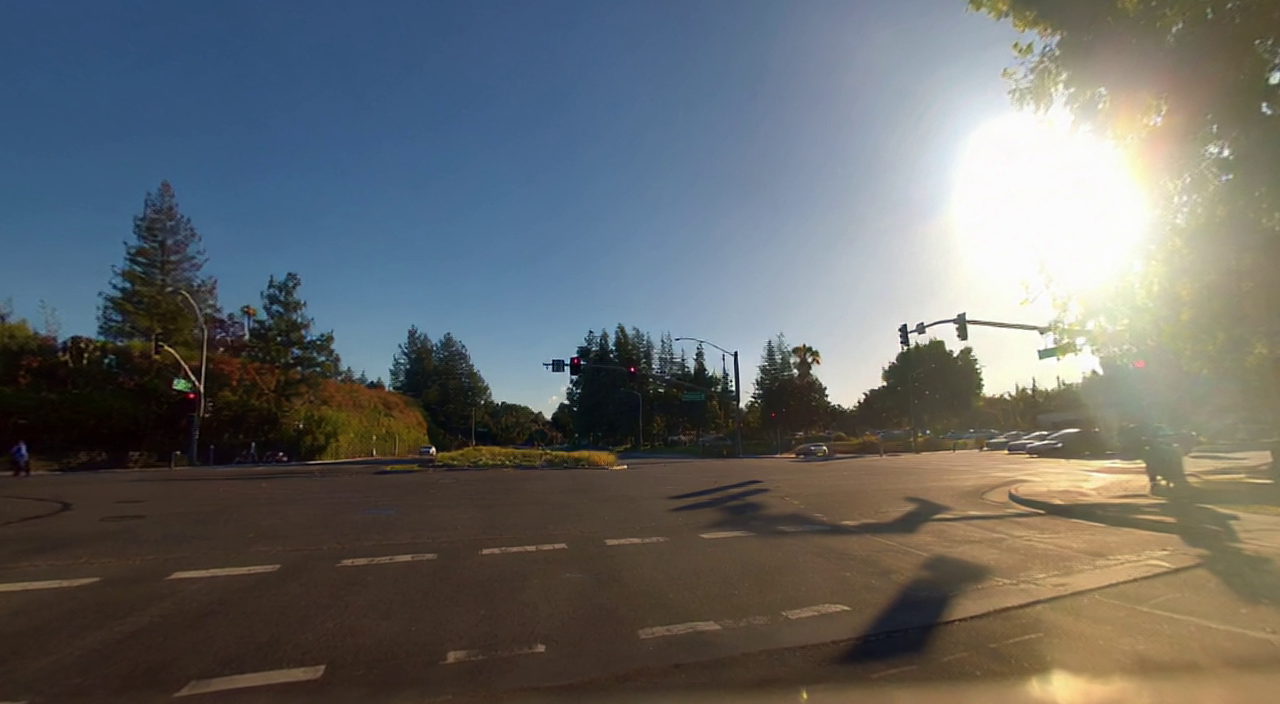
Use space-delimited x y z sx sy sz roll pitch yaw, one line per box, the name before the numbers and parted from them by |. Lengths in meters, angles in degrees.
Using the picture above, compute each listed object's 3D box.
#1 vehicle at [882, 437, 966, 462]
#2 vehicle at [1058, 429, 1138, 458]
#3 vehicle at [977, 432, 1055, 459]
vehicle | 18.711 6.421 41.624 5.234 1.549 1.982 4 -9 -24
vehicle | 36.094 7.194 49.731 6.148 2.119 2.473 4 -10 -28
vehicle | 26.961 6.724 45.269 5.032 1.828 2.183 4 -9 -24
